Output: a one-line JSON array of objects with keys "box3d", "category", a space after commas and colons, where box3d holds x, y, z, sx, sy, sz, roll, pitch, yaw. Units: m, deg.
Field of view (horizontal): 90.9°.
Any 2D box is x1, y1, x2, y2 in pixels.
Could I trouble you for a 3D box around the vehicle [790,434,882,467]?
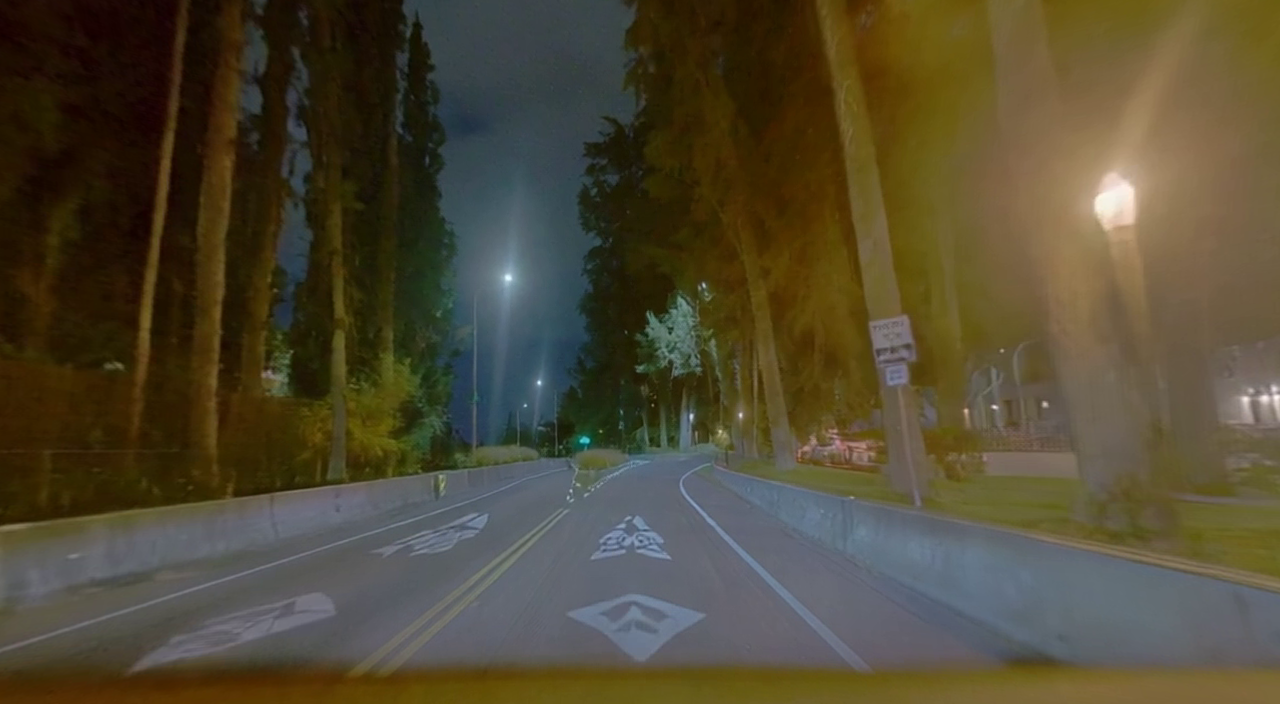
[{"box3d": [10.986, 5.567, 35.593, 4.614, 1.764, 1.860, -1, -8, 6], "category": "vehicle"}]
